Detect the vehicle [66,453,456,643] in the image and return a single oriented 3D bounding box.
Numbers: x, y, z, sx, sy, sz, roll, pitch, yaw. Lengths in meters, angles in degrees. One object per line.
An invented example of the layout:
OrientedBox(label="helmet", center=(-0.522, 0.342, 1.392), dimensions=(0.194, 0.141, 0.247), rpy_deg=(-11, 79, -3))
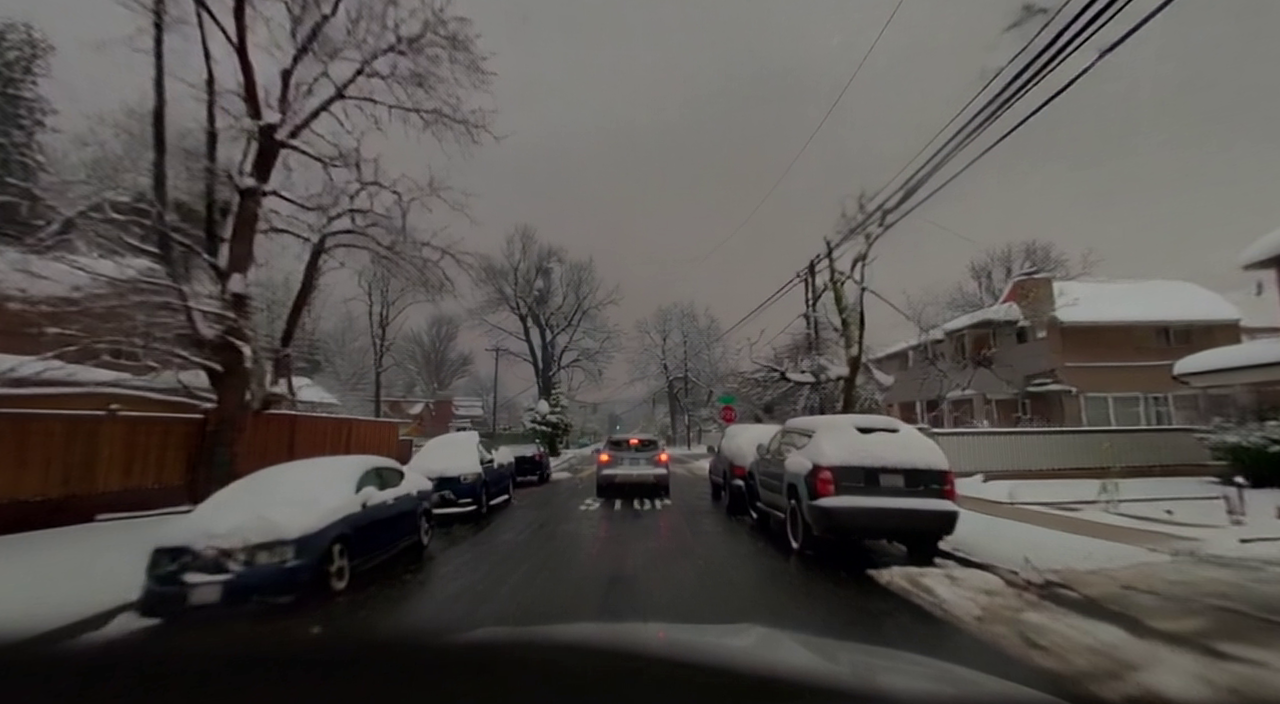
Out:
OrientedBox(label="vehicle", center=(-3.347, 1.749, 6.562), dimensions=(1.728, 1.305, 3.805), rpy_deg=(0, -8, -1))

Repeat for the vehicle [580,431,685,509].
OrientedBox(label="vehicle", center=(-0.164, 2.578, 14.188), dimensions=(2.010, 1.499, 4.107), rpy_deg=(0, -8, 0))

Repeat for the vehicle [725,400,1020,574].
OrientedBox(label="vehicle", center=(2.543, 1.644, 8.473), dimensions=(2.136, 1.650, 4.837), rpy_deg=(0, -8, 0))

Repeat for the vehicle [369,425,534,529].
OrientedBox(label="vehicle", center=(-3.387, 2.324, 12.241), dimensions=(1.965, 1.657, 4.104), rpy_deg=(0, -8, -1))
